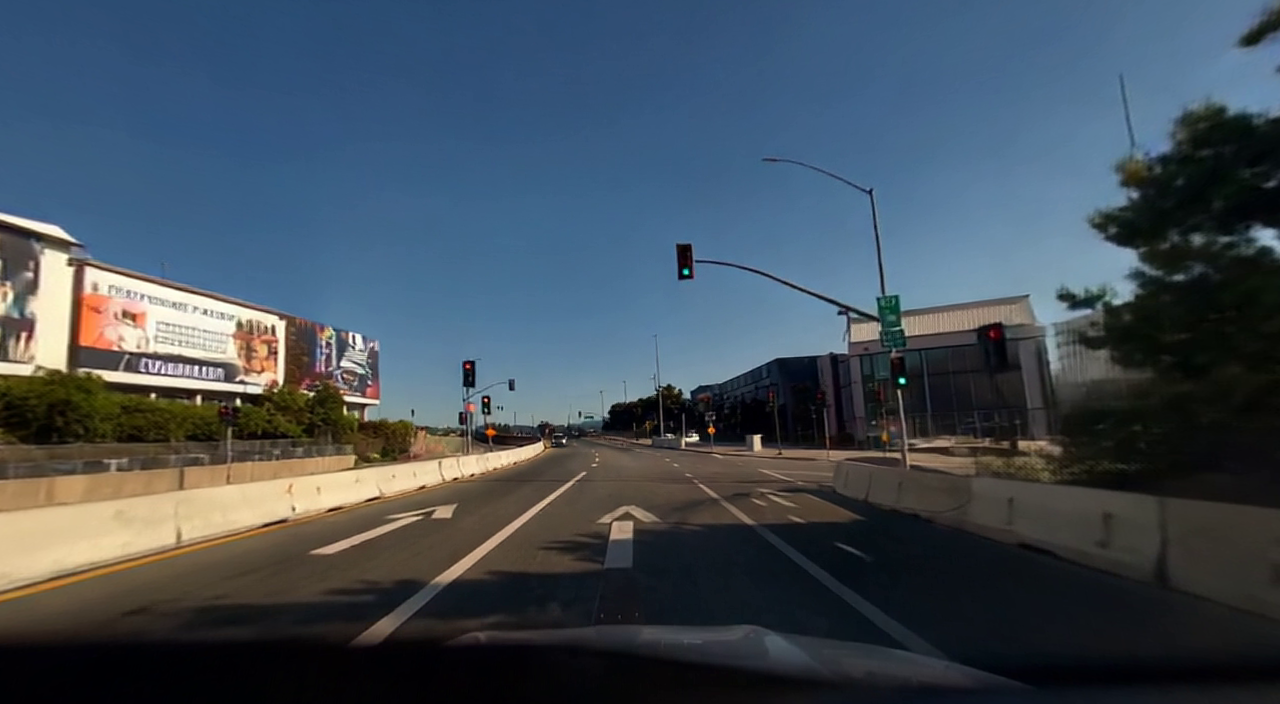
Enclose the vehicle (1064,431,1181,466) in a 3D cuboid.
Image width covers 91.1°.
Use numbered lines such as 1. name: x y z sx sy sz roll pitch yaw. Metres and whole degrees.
1. vehicle: 22.285 4.483 29.156 1.717 1.486 3.824 4 -10 -32
